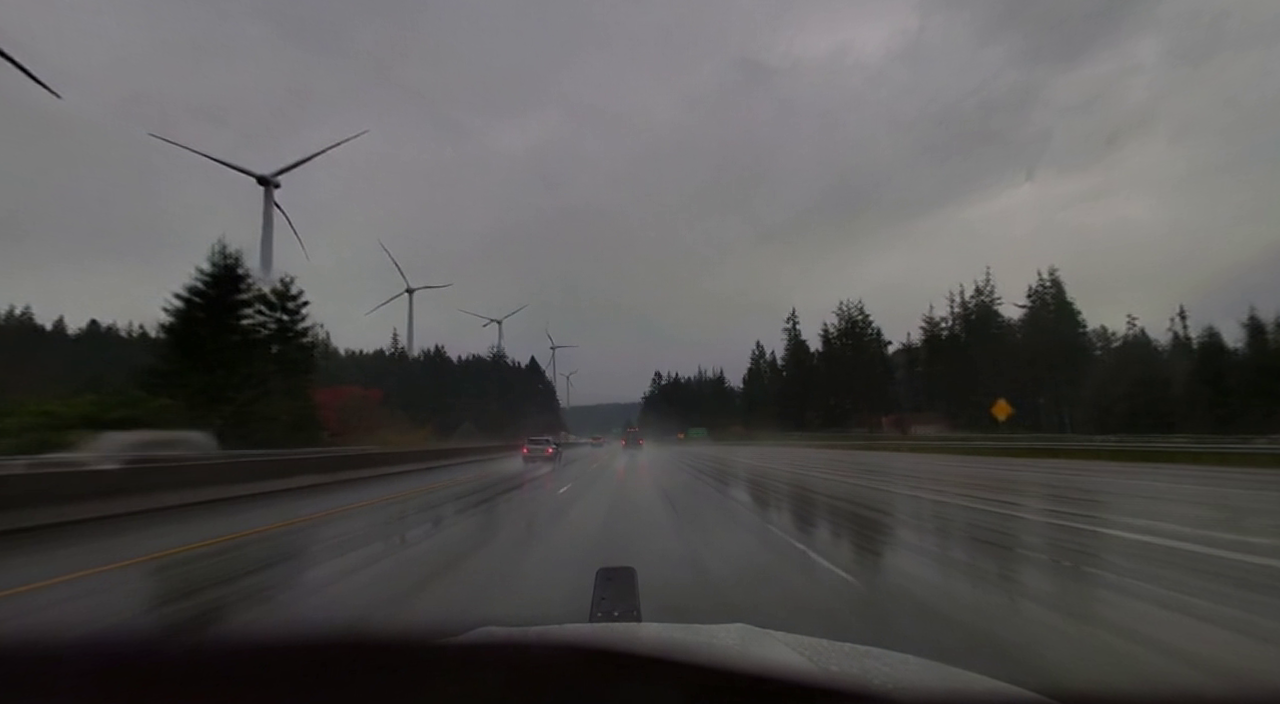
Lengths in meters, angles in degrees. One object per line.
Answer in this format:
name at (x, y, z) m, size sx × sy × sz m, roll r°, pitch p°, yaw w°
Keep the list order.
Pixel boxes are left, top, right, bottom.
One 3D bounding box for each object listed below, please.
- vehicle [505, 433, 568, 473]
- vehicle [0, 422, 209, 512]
vehicle at (-4.200, 4.132, 26.113) m, size 1.950 × 1.511 × 3.965 m, roll 0°, pitch -8°, yaw 0°
vehicle at (-12.665, 2.575, 14.690) m, size 1.999 × 1.752 × 4.588 m, roll 0°, pitch -8°, yaw -1°
